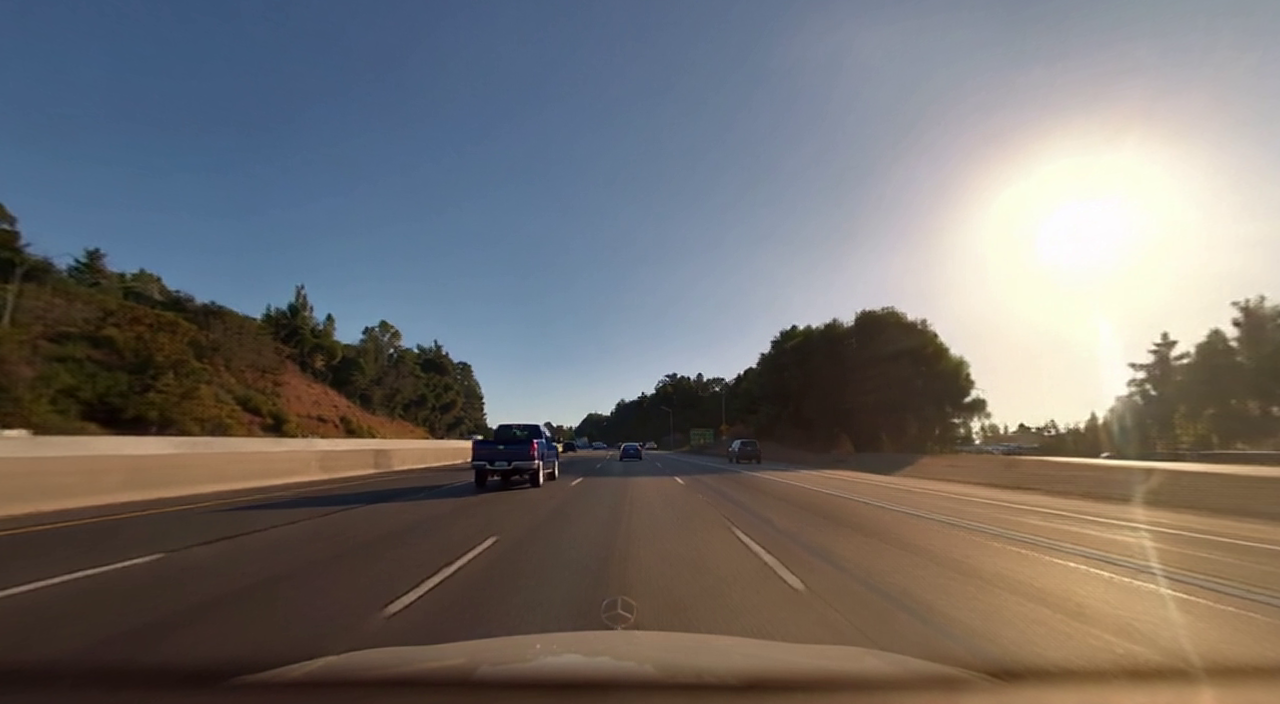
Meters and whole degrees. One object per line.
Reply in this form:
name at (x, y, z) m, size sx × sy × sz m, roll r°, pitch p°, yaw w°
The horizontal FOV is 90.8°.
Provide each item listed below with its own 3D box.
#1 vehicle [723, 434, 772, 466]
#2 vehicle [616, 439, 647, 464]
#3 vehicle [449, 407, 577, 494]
vehicle at (6.827, 6.321, 40.689) m, size 2.103 × 1.898 × 5.310 m, roll 0°, pitch -8°, yaw -1°
vehicle at (-0.617, 7.117, 45.254) m, size 2.157 × 1.642 × 4.189 m, roll 0°, pitch -8°, yaw -1°
vehicle at (-3.539, 2.957, 19.136) m, size 2.592 × 2.179 × 6.034 m, roll 0°, pitch -8°, yaw 0°
